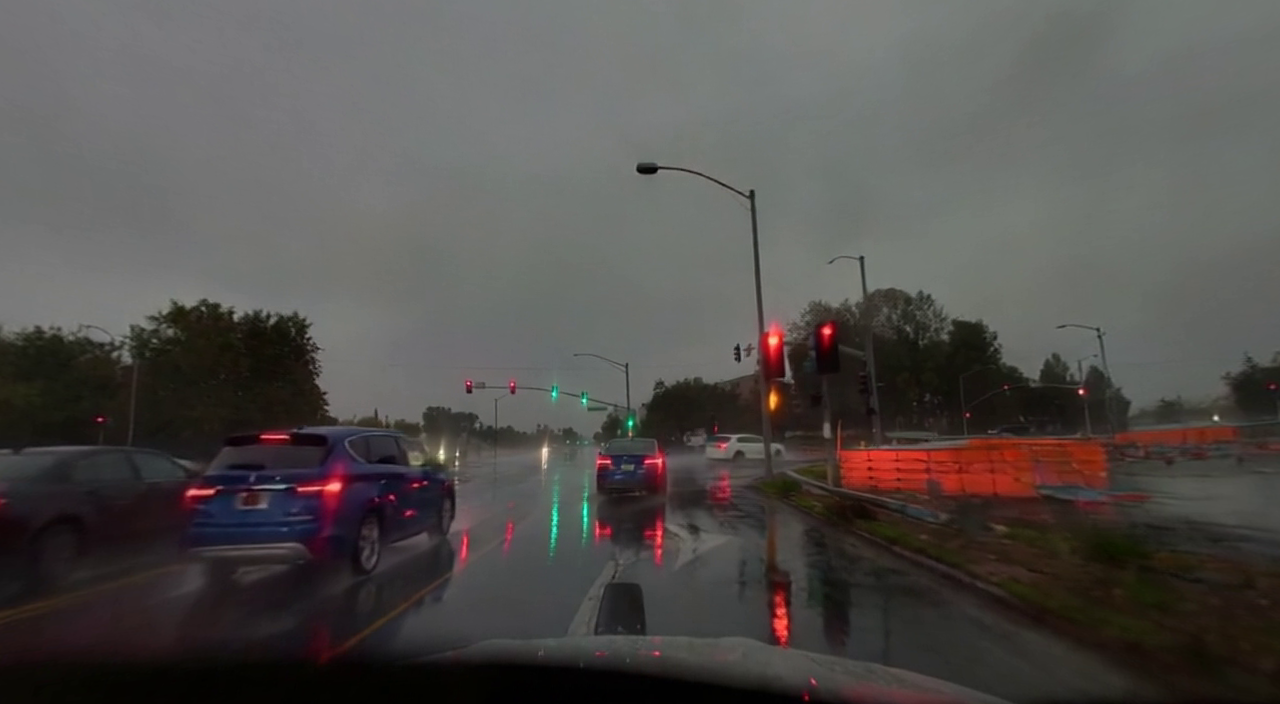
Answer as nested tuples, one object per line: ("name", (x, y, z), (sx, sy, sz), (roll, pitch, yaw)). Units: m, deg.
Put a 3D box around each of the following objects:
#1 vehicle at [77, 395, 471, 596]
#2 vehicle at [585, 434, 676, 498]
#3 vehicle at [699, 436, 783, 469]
("vehicle", (-4.059, 1.702, 8.429), (2.240, 1.844, 5.043), (0, -9, 0))
("vehicle", (-0.140, 3.071, 17.386), (2.183, 1.506, 4.286), (-1, -9, 2))
("vehicle", (5.020, 4.902, 30.983), (1.873, 1.477, 4.467), (-8, -12, 43))
